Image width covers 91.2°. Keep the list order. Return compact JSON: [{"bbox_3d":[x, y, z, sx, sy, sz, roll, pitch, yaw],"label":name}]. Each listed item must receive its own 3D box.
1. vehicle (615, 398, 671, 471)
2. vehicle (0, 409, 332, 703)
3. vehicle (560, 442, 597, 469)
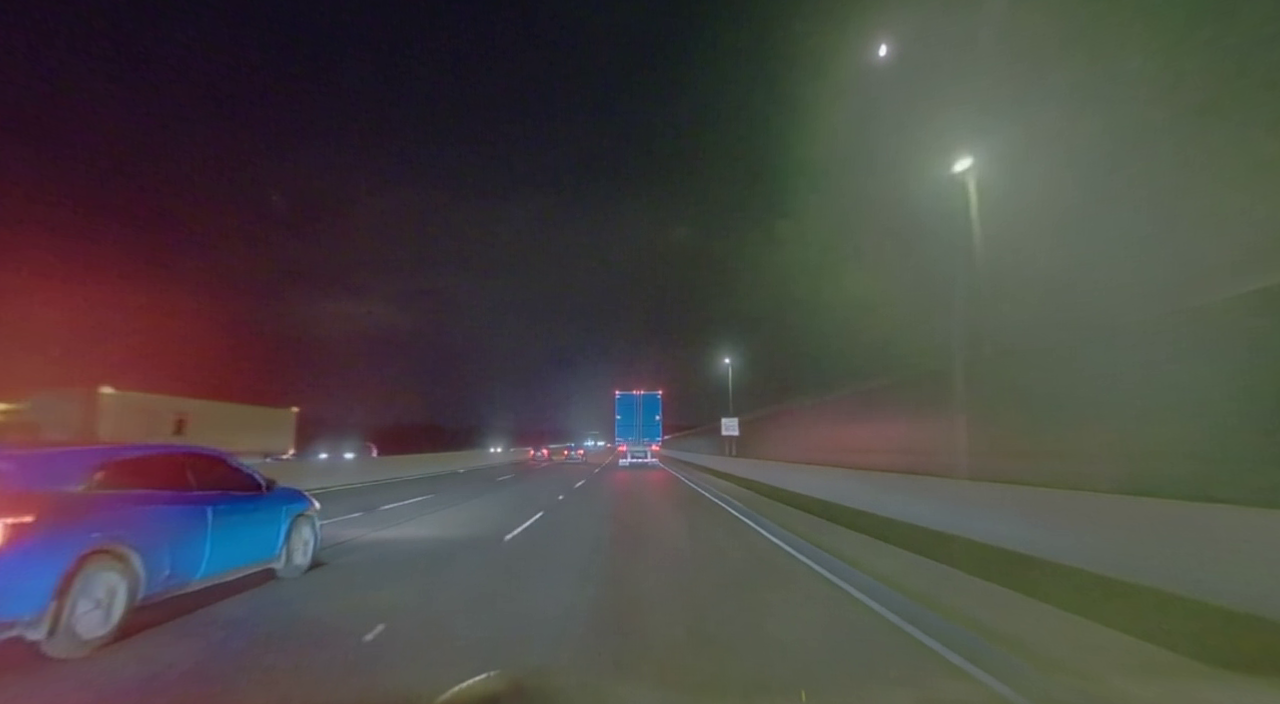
[{"bbox_3d":[0.116,5.513,40.916,3.123,4.094,10.812,0,-9,0],"label":"vehicle"},{"bbox_3d":[-4.226,1.284,4.672,1.895,1.500,3.808,0,-9,0],"label":"vehicle"},{"bbox_3d":[-3.889,6.606,40.094,2.006,1.572,4.082,0,-9,-1],"label":"vehicle"}]
